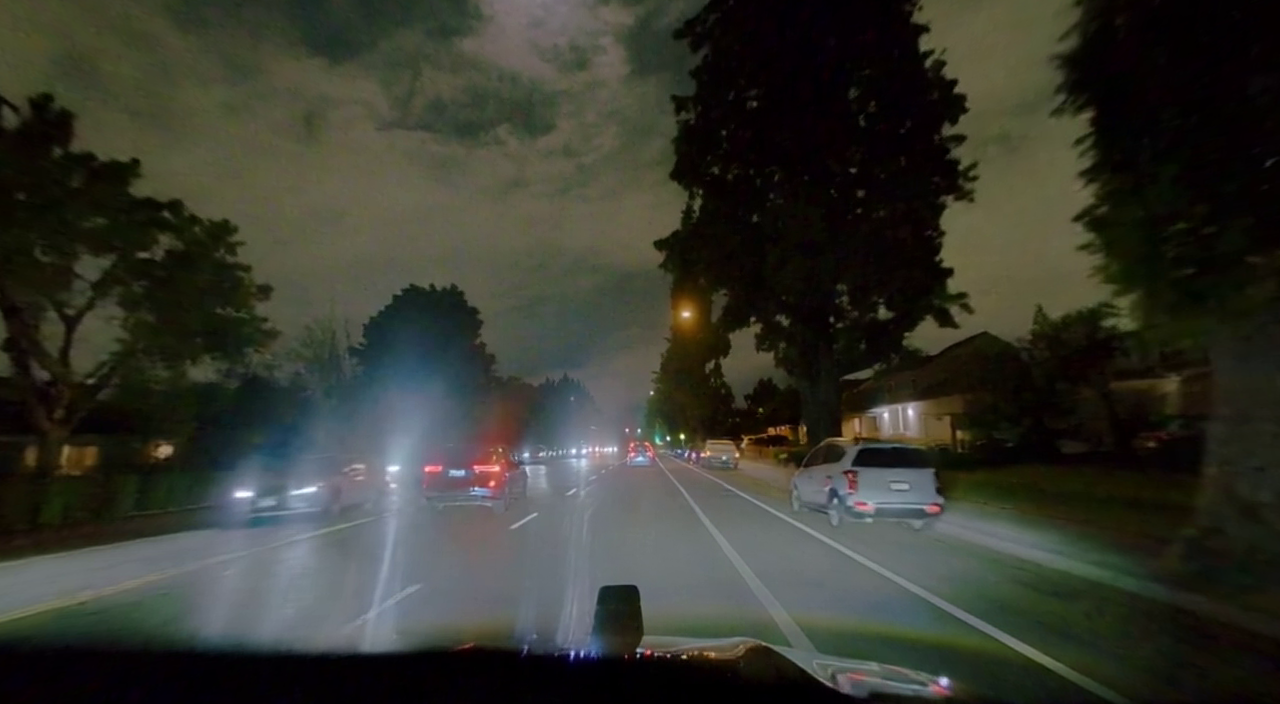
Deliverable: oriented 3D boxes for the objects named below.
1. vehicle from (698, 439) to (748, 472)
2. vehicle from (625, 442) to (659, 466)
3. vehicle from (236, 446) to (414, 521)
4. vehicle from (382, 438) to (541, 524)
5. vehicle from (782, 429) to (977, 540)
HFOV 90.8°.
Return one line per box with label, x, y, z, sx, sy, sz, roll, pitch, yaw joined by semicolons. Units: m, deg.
vehicle;4.504;5.707;35.083;2.045;1.702;4.916;0;-8;-1
vehicle;0.180;6.589;41.088;2.088;1.495;4.048;0;-8;1
vehicle;-7.249;3.027;15.165;1.957;1.488;4.264;-1;-8;2
vehicle;-3.474;2.585;13.314;2.027;1.477;4.413;0;-8;0
vehicle;3.941;2.225;11.266;1.897;1.589;4.053;0;-8;0
